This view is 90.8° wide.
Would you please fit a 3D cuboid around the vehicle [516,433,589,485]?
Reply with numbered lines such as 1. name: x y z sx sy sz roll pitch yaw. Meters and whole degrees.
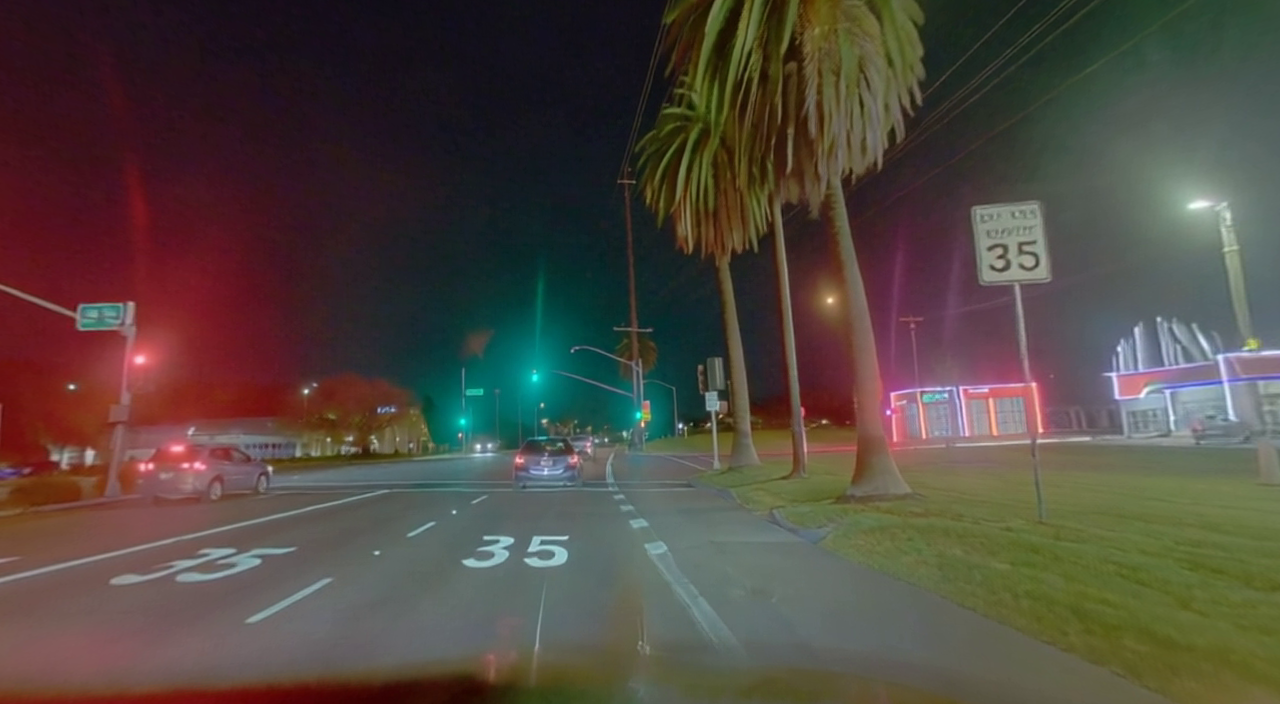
1. vehicle: -2.728 3.418 20.429 2.063 1.474 4.334 1 -8 -5

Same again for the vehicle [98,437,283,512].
1. vehicle: -12.418 3.363 17.973 2.050 1.811 4.752 0 -8 -5
